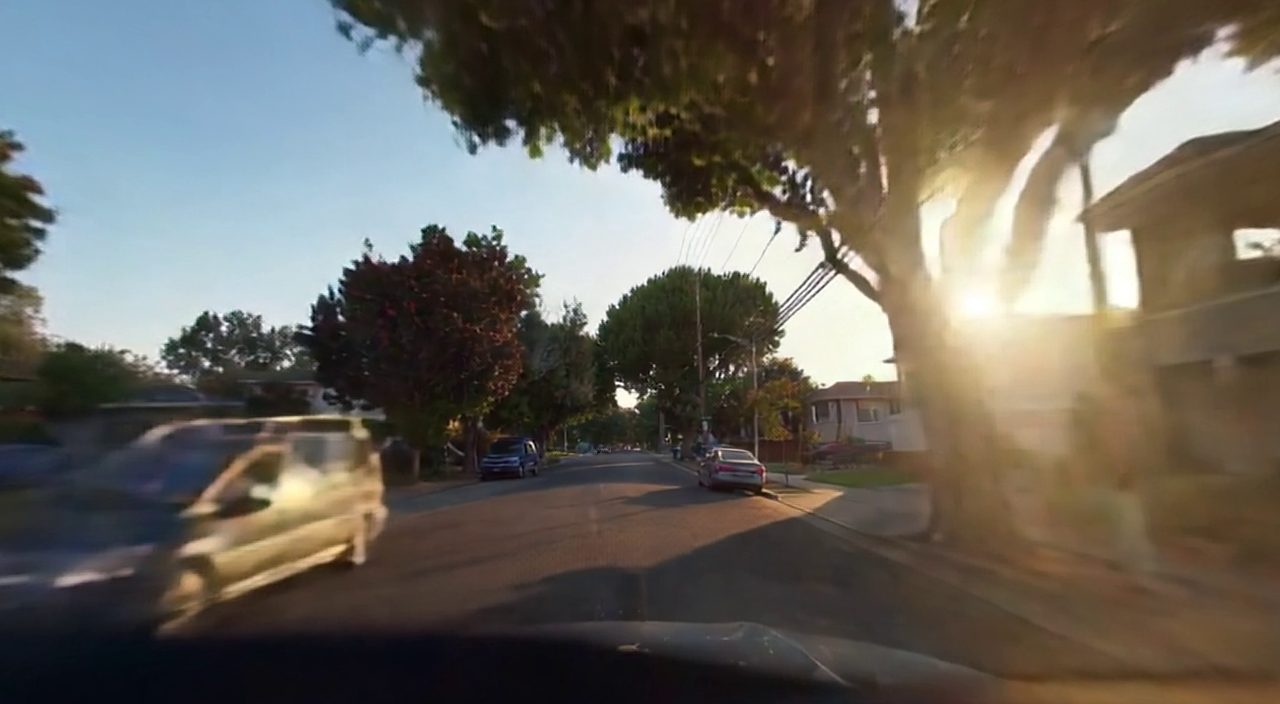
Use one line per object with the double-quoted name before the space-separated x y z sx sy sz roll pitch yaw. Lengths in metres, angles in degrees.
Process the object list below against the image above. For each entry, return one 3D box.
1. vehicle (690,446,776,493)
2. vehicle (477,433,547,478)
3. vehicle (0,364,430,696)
"vehicle" 3.042 3.947 21.733 1.944 1.439 4.500 1 -8 -5
"vehicle" -6.035 4.952 30.466 2.263 1.915 5.071 -1 -8 1
"vehicle" -3.819 1.320 5.865 2.032 1.836 4.520 0 -8 2
